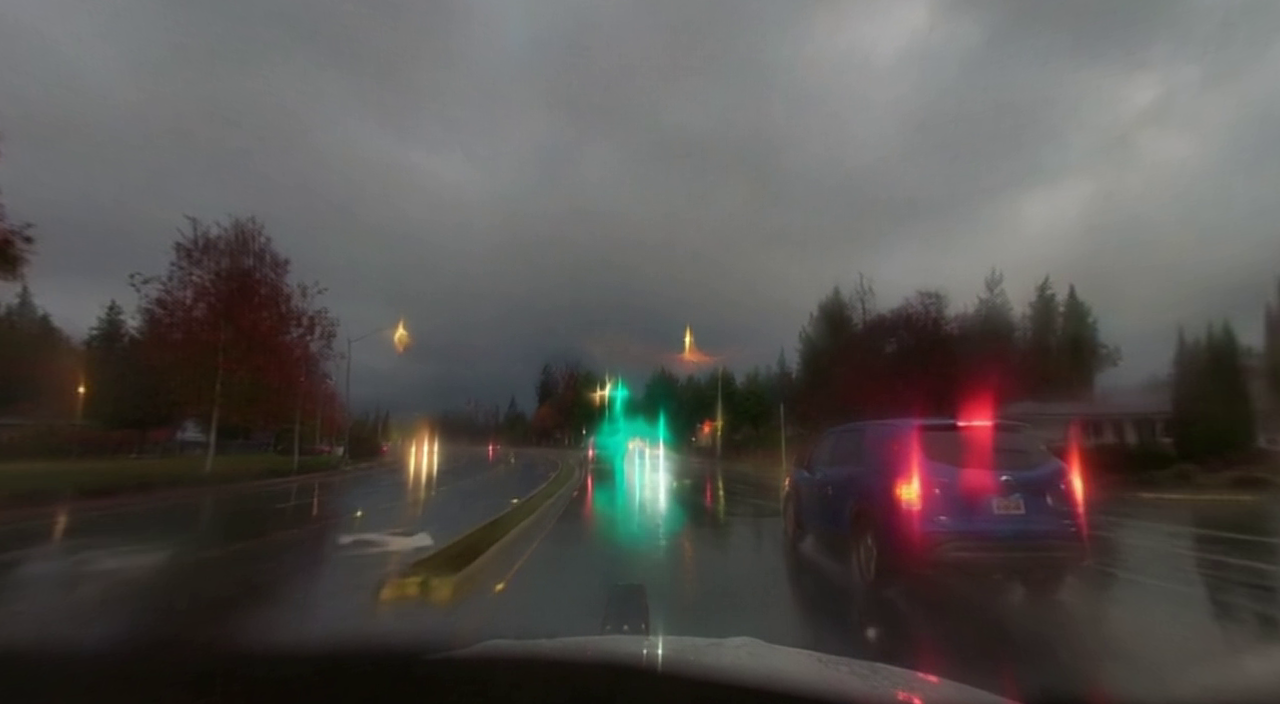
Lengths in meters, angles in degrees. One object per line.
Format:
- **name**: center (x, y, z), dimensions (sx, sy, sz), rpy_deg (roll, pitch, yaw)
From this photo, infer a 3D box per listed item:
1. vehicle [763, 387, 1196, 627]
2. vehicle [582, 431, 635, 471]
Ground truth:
- **vehicle**: center (2.870, 1.442, 6.837), dimensions (2.024, 1.686, 4.588), rpy_deg (0, -9, -2)
- **vehicle**: center (-1.694, 5.011, 31.995), dimensions (2.185, 1.822, 4.583), rpy_deg (1, -9, -9)
